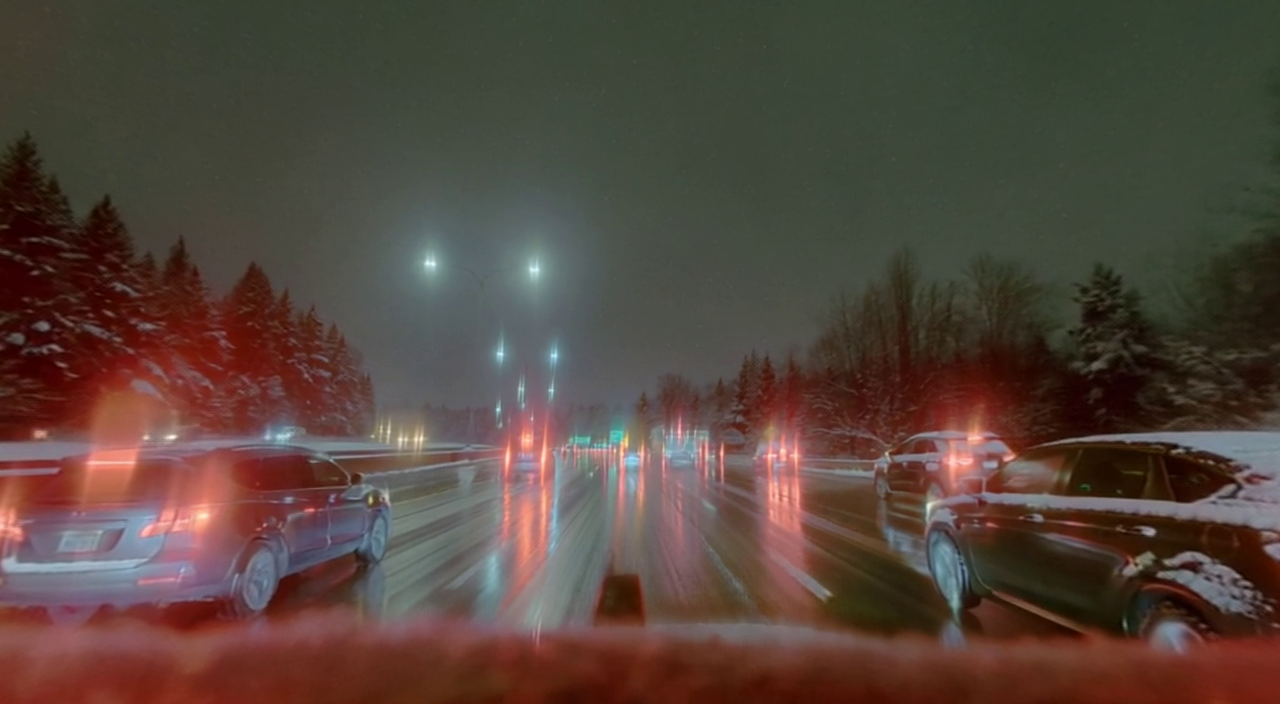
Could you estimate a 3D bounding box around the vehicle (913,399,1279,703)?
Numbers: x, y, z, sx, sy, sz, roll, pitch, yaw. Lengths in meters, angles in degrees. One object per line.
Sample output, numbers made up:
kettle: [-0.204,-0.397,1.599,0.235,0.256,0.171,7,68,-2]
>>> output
vehicle: [3.122,1.001,2.609,2.031,1.504,4.327,0,-9,0]

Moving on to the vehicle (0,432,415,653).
vehicle: [-4.073,1.568,6.326,1.947,1.424,4.264,0,-9,1]

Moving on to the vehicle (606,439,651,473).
vehicle: [-0.619,5.610,34.123,2.235,1.682,4.094,0,-9,-1]

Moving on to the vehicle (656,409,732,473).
vehicle: [2.935,5.513,38.665,3.426,3.279,12.313,0,-9,-1]

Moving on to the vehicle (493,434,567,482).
vehicle: [-4.387,4.308,25.908,2.176,1.783,4.799,0,-9,0]
